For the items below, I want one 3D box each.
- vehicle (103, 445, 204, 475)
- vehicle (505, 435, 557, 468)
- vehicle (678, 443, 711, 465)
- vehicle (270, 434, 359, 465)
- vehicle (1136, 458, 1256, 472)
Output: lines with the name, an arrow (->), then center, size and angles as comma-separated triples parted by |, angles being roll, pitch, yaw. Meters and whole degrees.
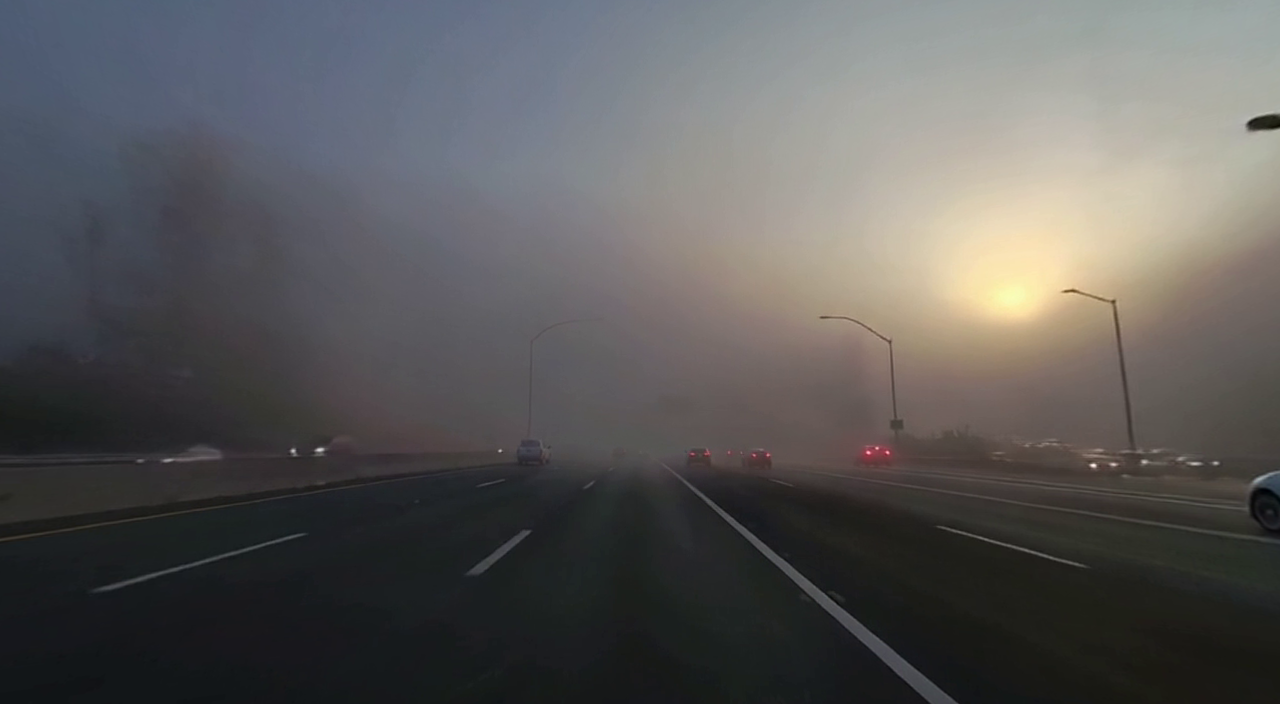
vehicle -> -25.236, 5.611, 32.794 | 1.743, 1.428, 4.297 | 0, -9, 1
vehicle -> -6.242, 5.760, 36.408 | 2.091, 1.746, 4.437 | 0, -9, 1
vehicle -> 3.758, 7.108, 44.046 | 1.950, 1.453, 3.378 | 0, -8, -1
vehicle -> -21.235, 6.427, 41.312 | 2.760, 1.878, 5.700 | 0, -9, 1
vehicle -> 43.723, 8.872, 49.591 | 6.546, 0.925, 2.669 | -3, -9, 21
